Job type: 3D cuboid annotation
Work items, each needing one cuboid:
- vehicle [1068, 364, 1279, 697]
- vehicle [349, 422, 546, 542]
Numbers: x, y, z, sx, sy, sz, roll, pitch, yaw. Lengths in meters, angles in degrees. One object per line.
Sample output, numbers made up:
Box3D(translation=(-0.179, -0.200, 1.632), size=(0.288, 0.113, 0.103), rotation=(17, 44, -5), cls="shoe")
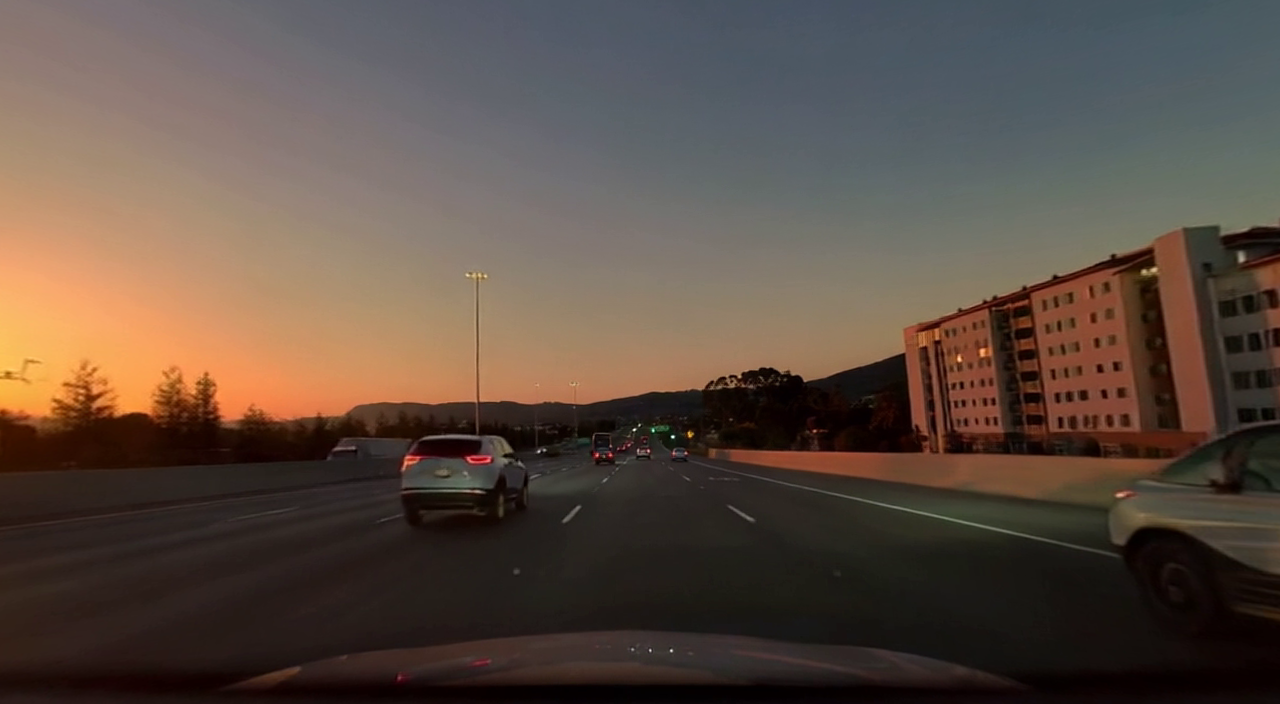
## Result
Box3D(translation=(4.461, 0.816, 2.530), size=(2.170, 1.733, 4.631), rotation=(0, -9, 0), cls="vehicle")
Box3D(translation=(-3.191, 2.273, 11.680), size=(2.075, 1.721, 4.763), rotation=(0, -9, 1), cls="vehicle")
